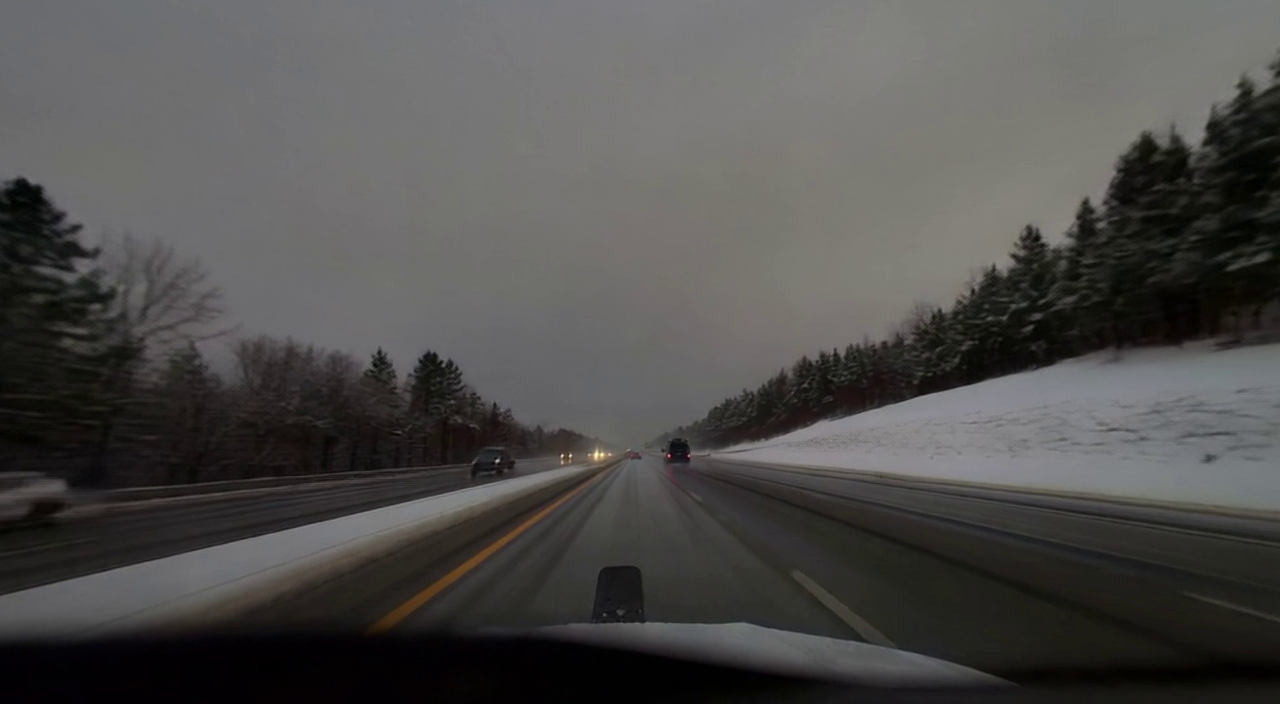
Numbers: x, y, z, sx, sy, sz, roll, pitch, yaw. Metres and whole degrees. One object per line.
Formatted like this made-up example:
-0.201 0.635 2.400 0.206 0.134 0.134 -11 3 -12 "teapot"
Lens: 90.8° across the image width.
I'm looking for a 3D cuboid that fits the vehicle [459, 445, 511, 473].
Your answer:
-9.998 6.934 41.032 2.173 1.668 4.848 0 -9 0 "vehicle"
